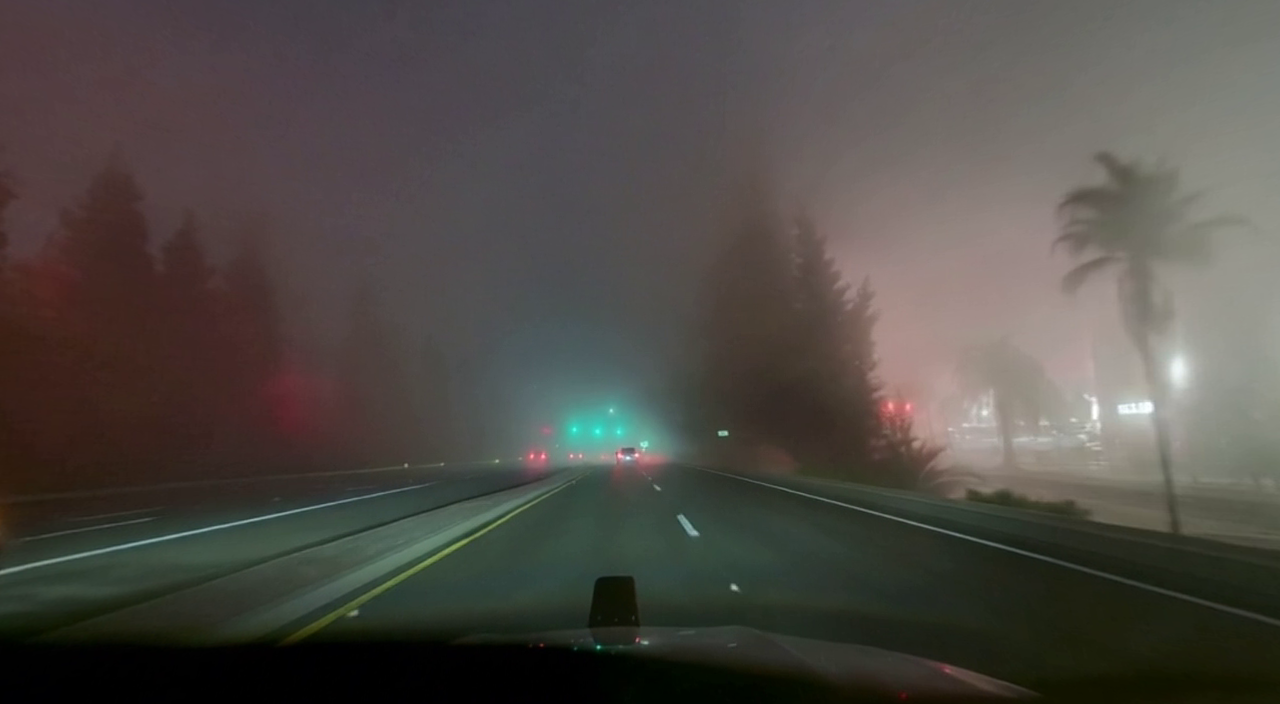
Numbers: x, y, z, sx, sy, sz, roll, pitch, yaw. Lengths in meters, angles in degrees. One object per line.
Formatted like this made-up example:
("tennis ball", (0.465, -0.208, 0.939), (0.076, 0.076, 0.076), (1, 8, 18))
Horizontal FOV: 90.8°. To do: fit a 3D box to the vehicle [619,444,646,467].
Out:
("vehicle", (-0.609, 7.958, 48.668), (2.001, 1.688, 4.128), (0, -8, -2))
